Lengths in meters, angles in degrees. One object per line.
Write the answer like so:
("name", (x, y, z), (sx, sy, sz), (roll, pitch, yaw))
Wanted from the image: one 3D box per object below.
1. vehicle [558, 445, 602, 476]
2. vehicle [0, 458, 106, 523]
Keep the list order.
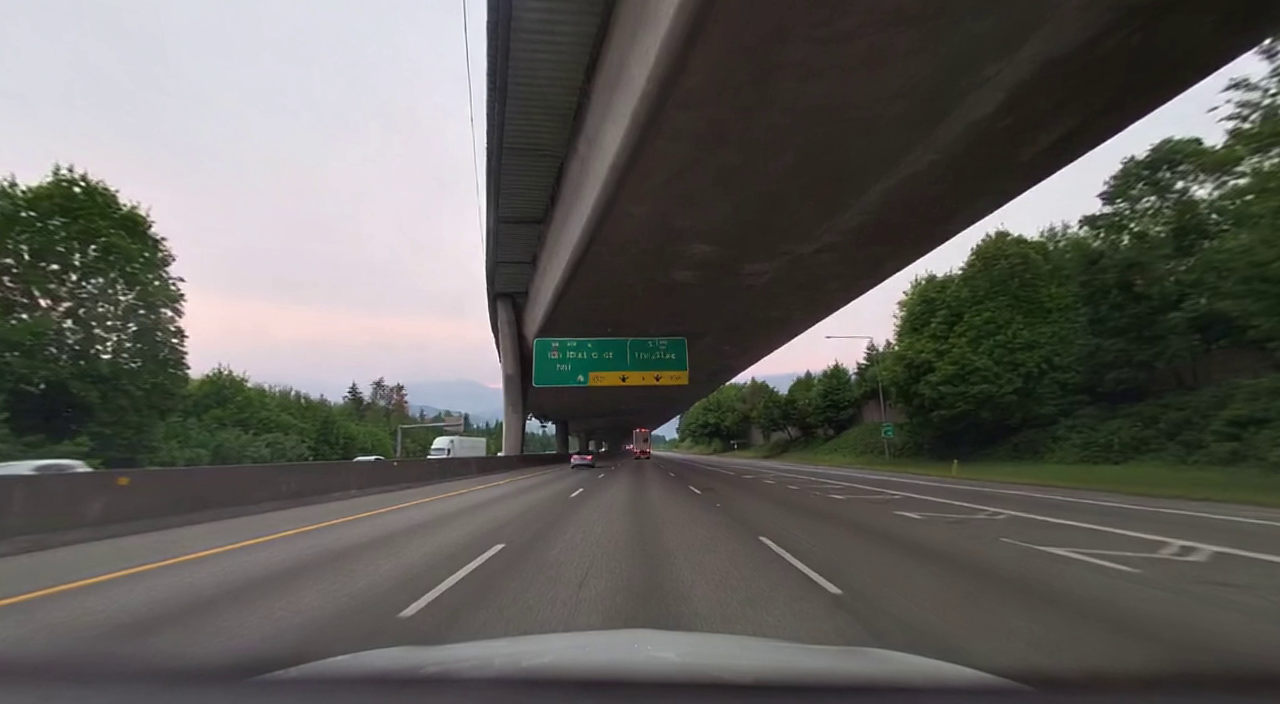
("vehicle", (-3.492, 6.442, 37.684), (2.160, 1.724, 4.997), (0, -9, 0))
("vehicle", (-15.879, 3.368, 15.533), (1.975, 1.457, 3.959), (0, -9, 0))
